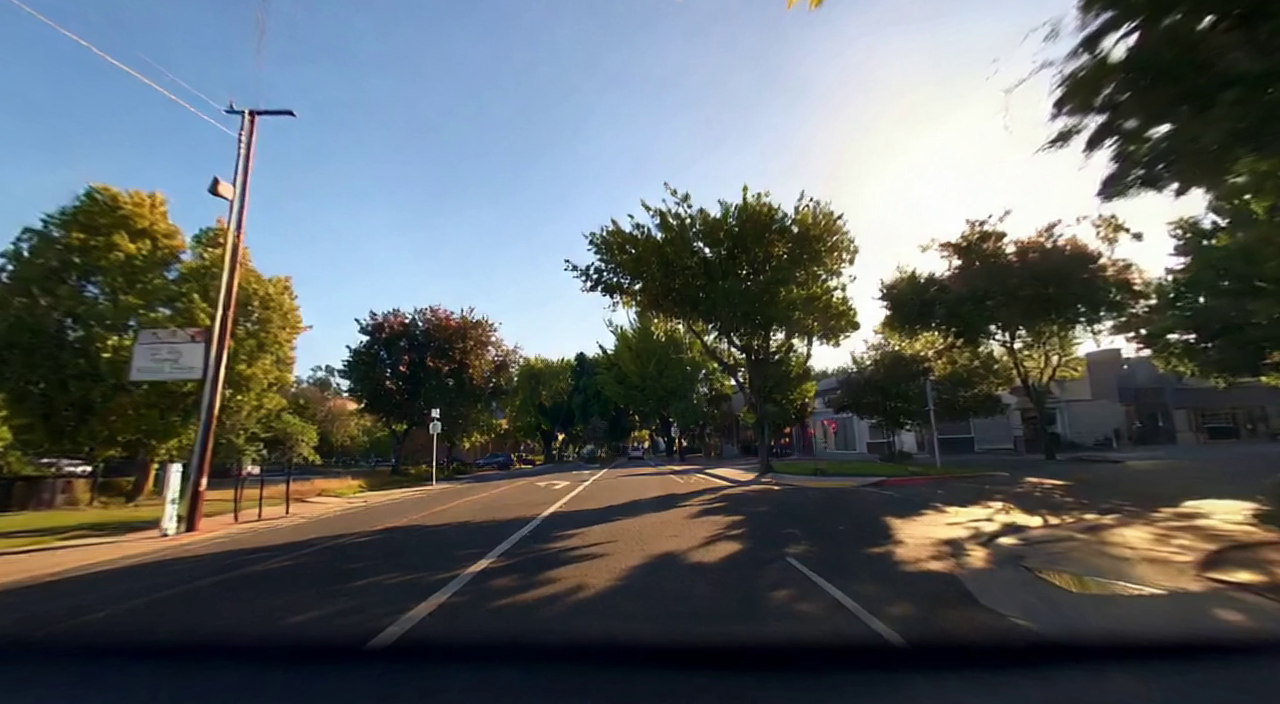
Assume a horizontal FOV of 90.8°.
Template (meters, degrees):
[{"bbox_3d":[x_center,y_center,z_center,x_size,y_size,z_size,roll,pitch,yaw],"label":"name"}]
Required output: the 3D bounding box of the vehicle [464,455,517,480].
[{"bbox_3d":[-9.802,7.462,41.191,2.061,1.475,4.357,5,-10,-32],"label":"vehicle"}]
